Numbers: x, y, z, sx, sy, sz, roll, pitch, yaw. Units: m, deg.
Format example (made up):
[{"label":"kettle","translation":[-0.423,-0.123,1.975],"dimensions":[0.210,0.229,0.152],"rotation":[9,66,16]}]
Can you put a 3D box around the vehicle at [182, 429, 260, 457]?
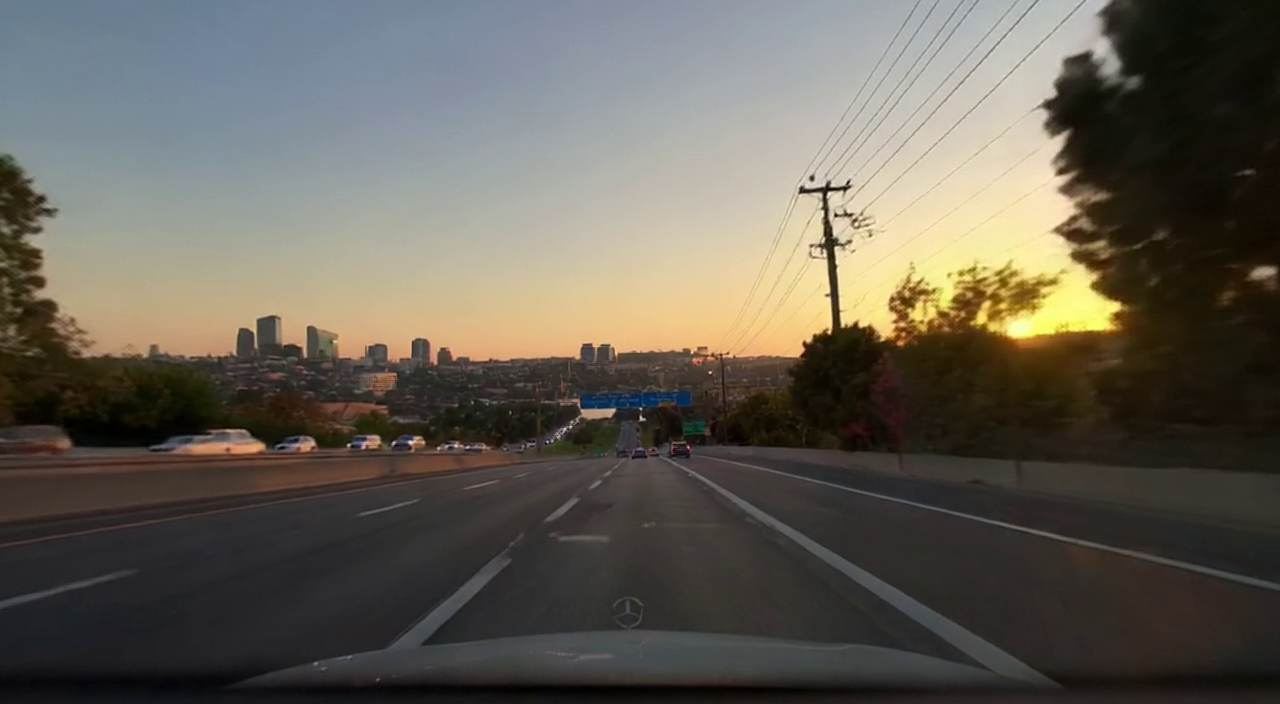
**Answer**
[{"label":"vehicle","translation":[-26.397,5.749,39.898],"dimensions":[1.924,1.655,4.406],"rotation":[-1,-8,-1]}]

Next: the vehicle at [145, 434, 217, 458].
[{"label":"vehicle","translation":[-30.033,6.176,41.395],"dimensions":[1.752,1.503,3.977],"rotation":[-1,-8,0]}]

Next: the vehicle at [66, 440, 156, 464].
[{"label":"vehicle","translation":[-33.861,6.417,40.527],"dimensions":[1.702,1.418,4.680],"rotation":[-1,-8,0]}]
